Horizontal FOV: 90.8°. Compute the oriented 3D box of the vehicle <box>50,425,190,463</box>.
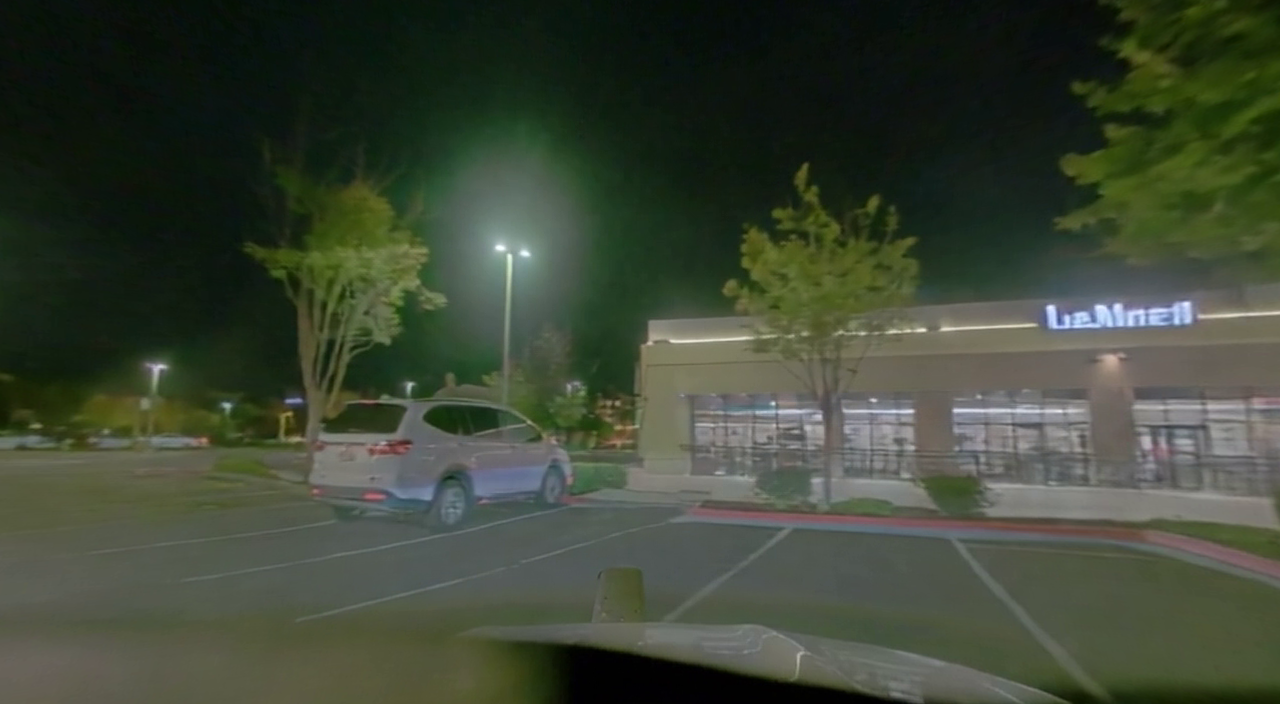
[{"bbox_3d":[-21.641,3.867,26.513,1.760,1.449,4.106,-3,-9,18],"label":"vehicle"}]

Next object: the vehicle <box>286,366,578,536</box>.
[{"bbox_3d":[-3.199,1.726,11.310,2.200,2.257,5.237,-3,-9,18],"label":"vehicle"}]
